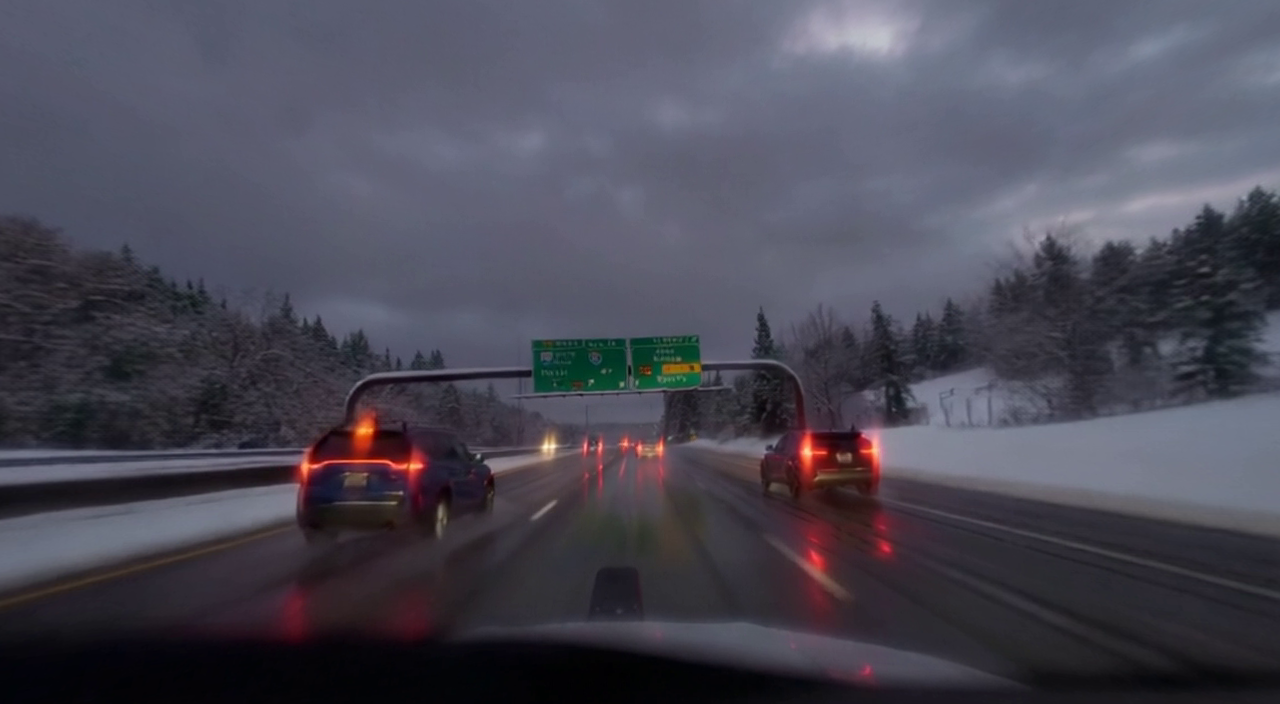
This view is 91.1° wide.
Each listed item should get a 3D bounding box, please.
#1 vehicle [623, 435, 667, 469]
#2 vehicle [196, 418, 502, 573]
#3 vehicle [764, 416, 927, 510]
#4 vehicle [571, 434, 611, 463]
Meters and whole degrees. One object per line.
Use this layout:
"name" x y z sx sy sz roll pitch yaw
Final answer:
"vehicle" 0.278 4.975 31.426 2.049 1.542 3.816 0 -8 1
"vehicle" -3.487 1.792 8.746 2.066 1.561 4.495 0 -8 1
"vehicle" 4.210 2.343 13.731 2.025 1.707 4.279 0 -8 -1
"vehicle" -2.956 5.972 38.892 2.044 1.682 4.201 0 -8 2
